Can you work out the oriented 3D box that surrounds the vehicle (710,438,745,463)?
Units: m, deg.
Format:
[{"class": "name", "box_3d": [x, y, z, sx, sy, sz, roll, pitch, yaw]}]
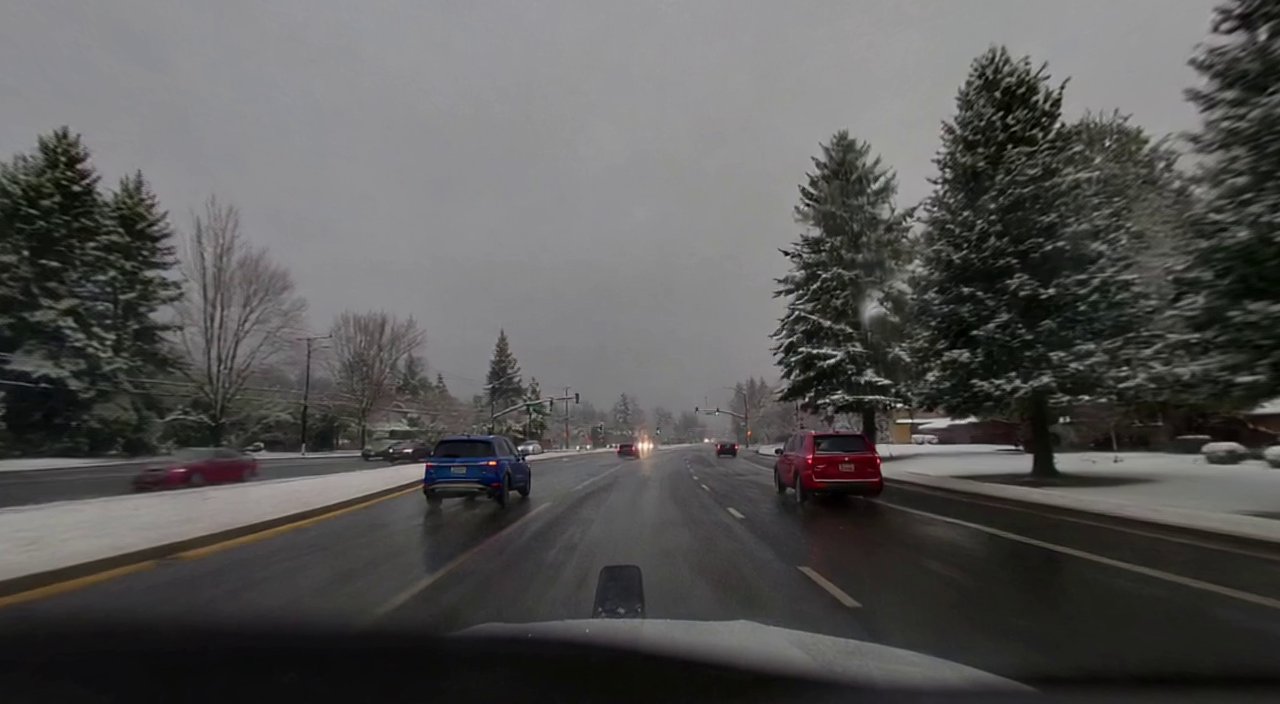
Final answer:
[{"class": "vehicle", "box_3d": [6.153, 6.943, 44.701, 2.169, 1.669, 4.037, -1, -8, 4]}]

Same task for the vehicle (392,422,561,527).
[{"class": "vehicle", "box_3d": [-2.953, 2.339, 12.642, 2.045, 1.688, 4.632, 0, -8, 1]}]

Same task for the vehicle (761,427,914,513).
[{"class": "vehicle", "box_3d": [4.281, 2.627, 14.577, 2.132, 1.659, 4.387, 0, -8, 1]}]

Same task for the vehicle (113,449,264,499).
[{"class": "vehicle", "box_3d": [-14.931, 4.015, 21.239, 1.767, 1.433, 4.352, 0, -8, 1]}]
